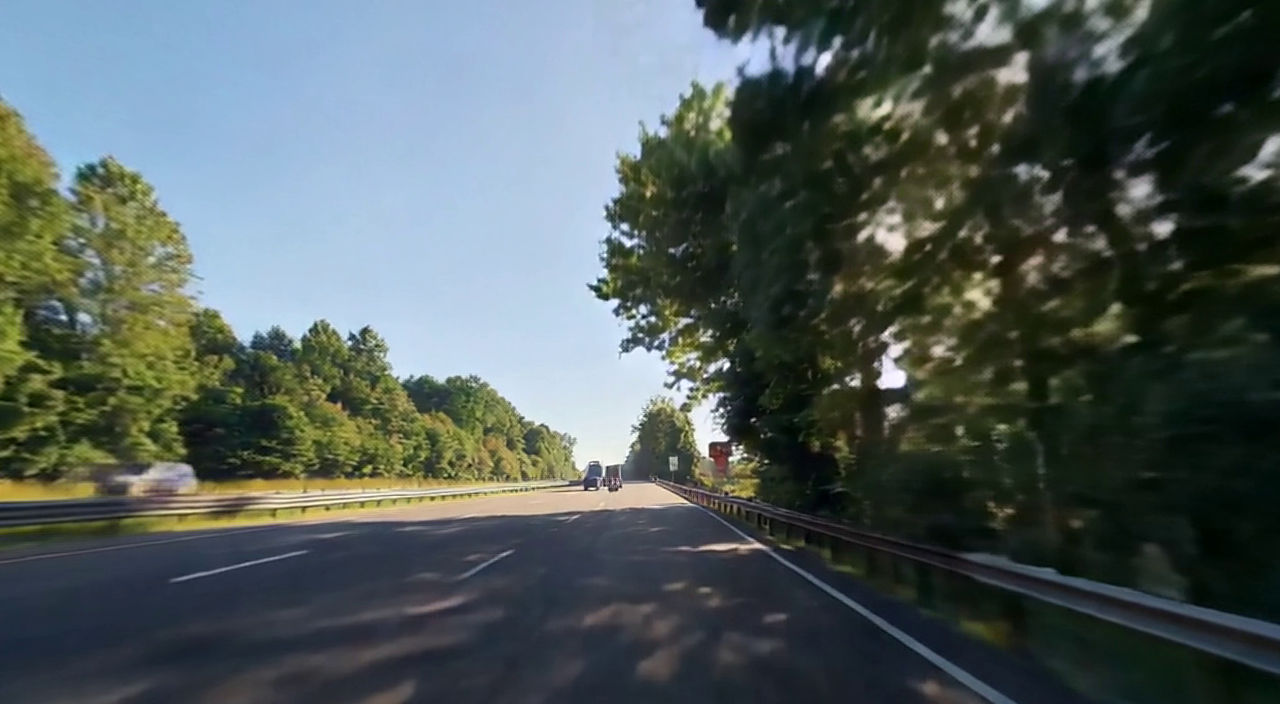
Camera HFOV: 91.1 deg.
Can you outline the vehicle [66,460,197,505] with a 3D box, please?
[{"bbox_3d":[-20.720,5.319,25.876,1.733,1.646,4.204,0,-11,1],"label":"vehicle"}]
